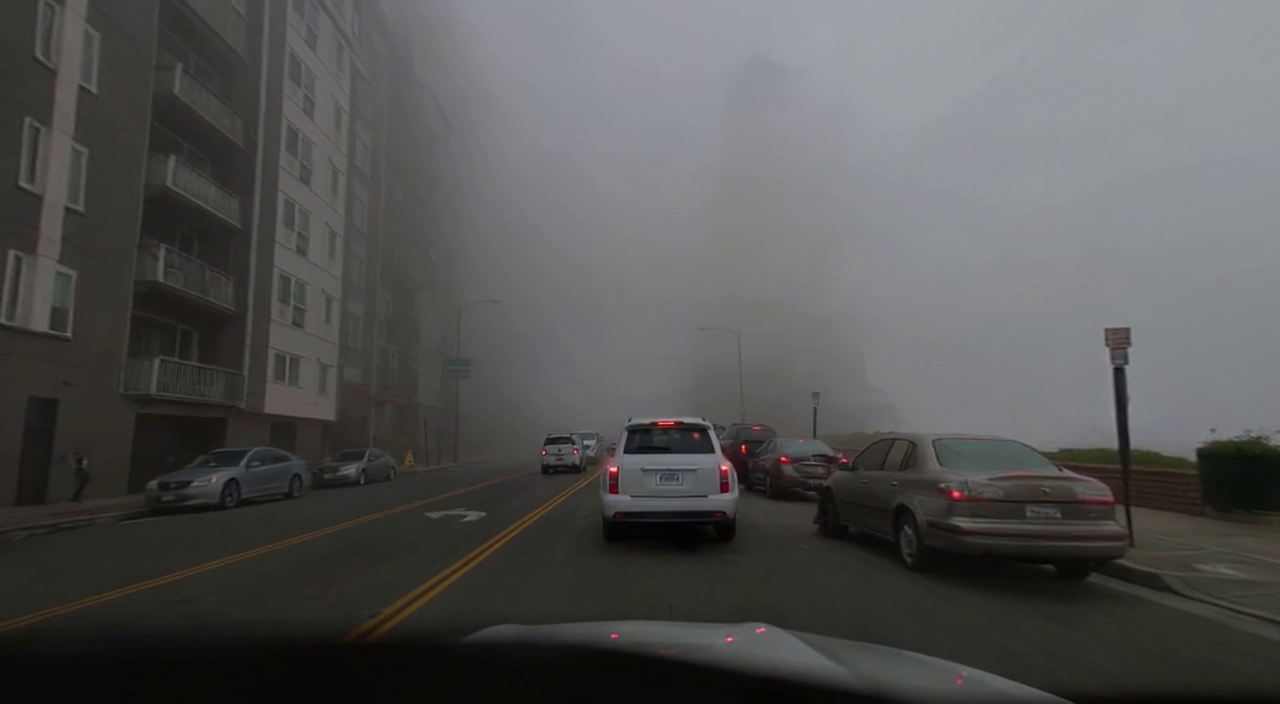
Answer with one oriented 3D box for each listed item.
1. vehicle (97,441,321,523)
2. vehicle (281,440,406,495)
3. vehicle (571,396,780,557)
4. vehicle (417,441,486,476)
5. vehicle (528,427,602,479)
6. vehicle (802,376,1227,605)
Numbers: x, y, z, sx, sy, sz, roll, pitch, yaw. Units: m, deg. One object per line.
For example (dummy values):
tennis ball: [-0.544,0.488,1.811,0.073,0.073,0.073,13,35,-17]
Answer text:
vehicle: [-9.434,2.834,14.378,2.002,1.546,4.339,0,-8,1]
vehicle: [-9.363,3.651,20.380,1.955,1.555,4.424,0,-8,-2]
vehicle: [0.403,1.664,8.972,2.261,1.740,4.065,0,-9,1]
vehicle: [-9.015,5.137,30.579,1.998,1.547,4.826,0,-9,-2]
vehicle: [-2.690,3.747,23.556,2.219,1.746,4.197,0,-8,0]
vehicle: [3.605,1.446,7.425,2.158,1.828,4.573,0,-8,0]
